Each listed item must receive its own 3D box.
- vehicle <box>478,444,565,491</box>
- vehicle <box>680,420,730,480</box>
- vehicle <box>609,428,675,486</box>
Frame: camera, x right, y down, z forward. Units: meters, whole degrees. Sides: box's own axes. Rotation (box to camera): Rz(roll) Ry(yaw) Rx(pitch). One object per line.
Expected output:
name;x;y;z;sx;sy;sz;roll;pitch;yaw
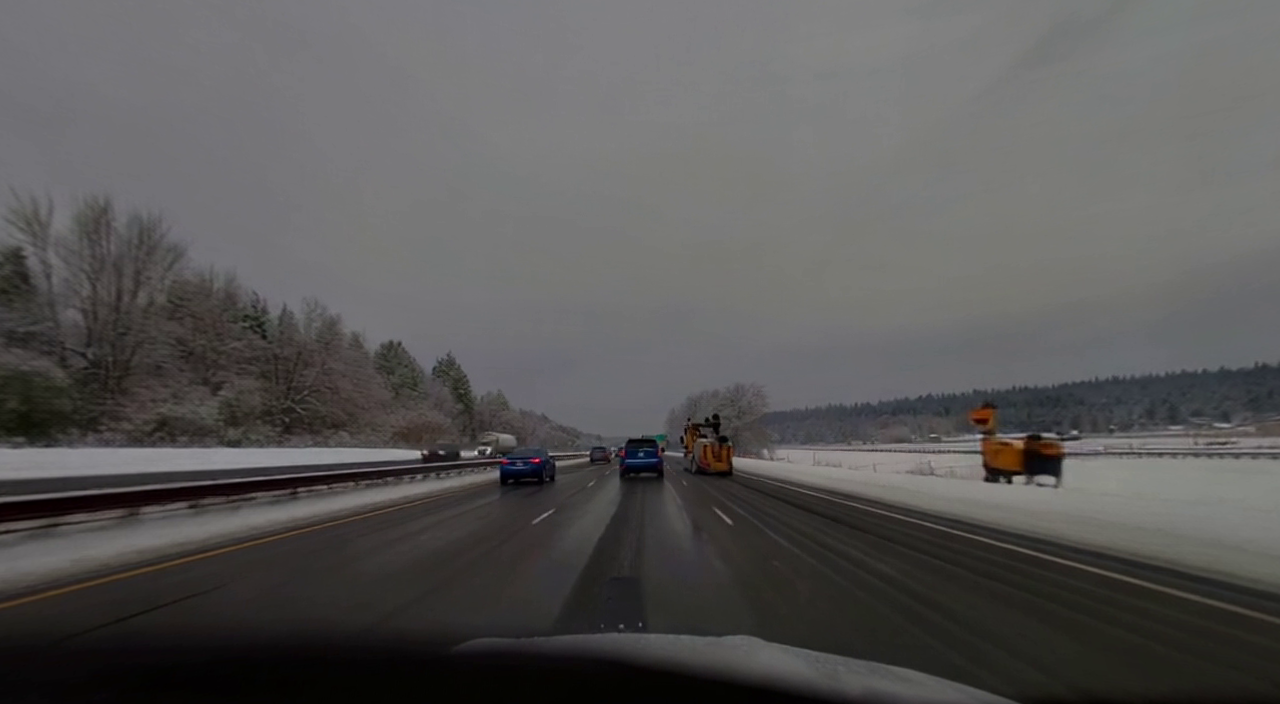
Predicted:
vehicle;-4.023;3.966;22.150;2.096;1.469;4.319;0;-8;2
vehicle;4.495;7.077;45.780;2.793;3.828;9.580;0;-9;1
vehicle;0.085;4.011;24.406;2.308;1.993;4.631;0;-8;1
